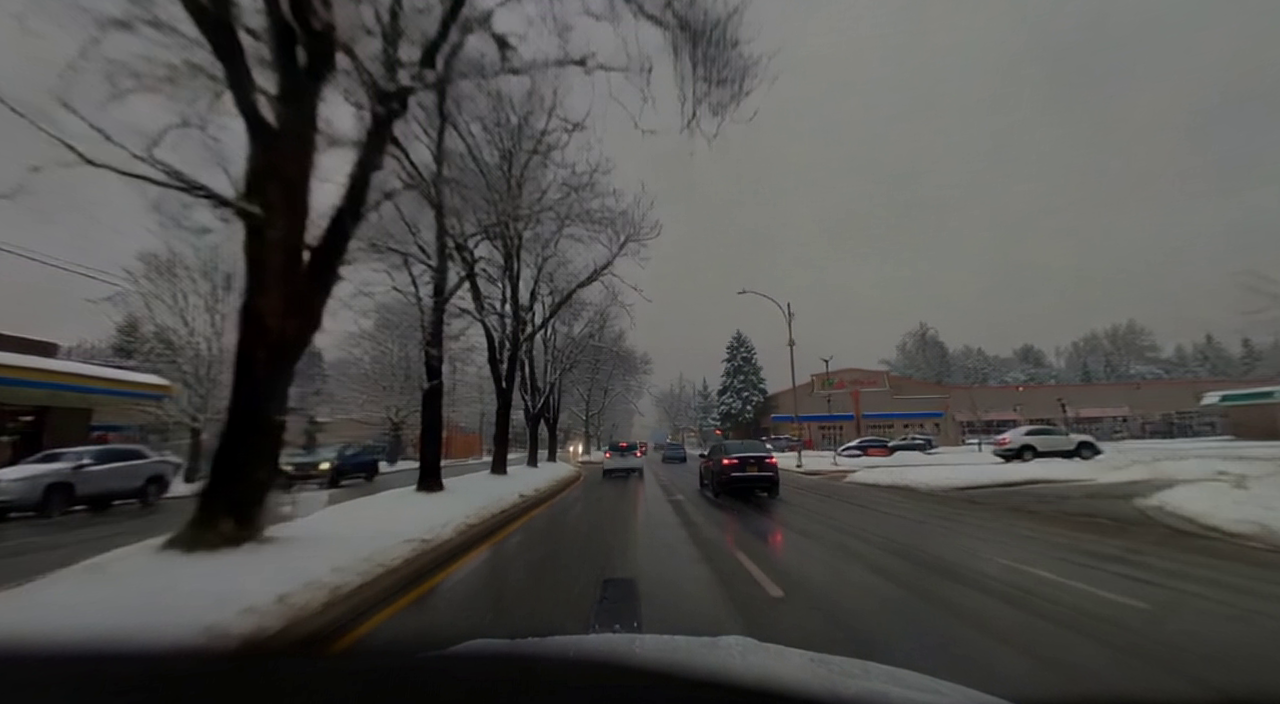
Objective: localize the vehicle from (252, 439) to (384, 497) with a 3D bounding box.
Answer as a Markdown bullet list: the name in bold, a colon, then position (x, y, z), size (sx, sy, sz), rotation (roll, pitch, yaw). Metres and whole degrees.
- **vehicle**: position (-11.178, 4.027, 22.476), size (2.233, 1.799, 4.700), rotation (0, -8, -1)

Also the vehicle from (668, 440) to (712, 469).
- **vehicle**: position (2.824, 5.878, 36.499), size (2.098, 1.527, 3.966), rotation (0, -8, -2)

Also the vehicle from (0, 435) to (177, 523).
- **vehicle**: position (-15.348, 3.275, 16.920), size (2.184, 1.965, 5.078), rotation (-2, -8, -1)

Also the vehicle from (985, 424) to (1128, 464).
- **vehicle**: position (19.058, 4.241, 29.156), size (4.948, 1.733, 2.296), rotation (0, -9, -1)

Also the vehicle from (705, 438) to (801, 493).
- **vehicle**: position (3.302, 3.417, 19.388), size (2.060, 1.471, 4.168), rotation (0, -8, -1)

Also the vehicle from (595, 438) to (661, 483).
- **vehicle**: position (-0.446, 3.998, 23.630), size (2.232, 1.508, 4.319), rotation (0, -8, -1)
